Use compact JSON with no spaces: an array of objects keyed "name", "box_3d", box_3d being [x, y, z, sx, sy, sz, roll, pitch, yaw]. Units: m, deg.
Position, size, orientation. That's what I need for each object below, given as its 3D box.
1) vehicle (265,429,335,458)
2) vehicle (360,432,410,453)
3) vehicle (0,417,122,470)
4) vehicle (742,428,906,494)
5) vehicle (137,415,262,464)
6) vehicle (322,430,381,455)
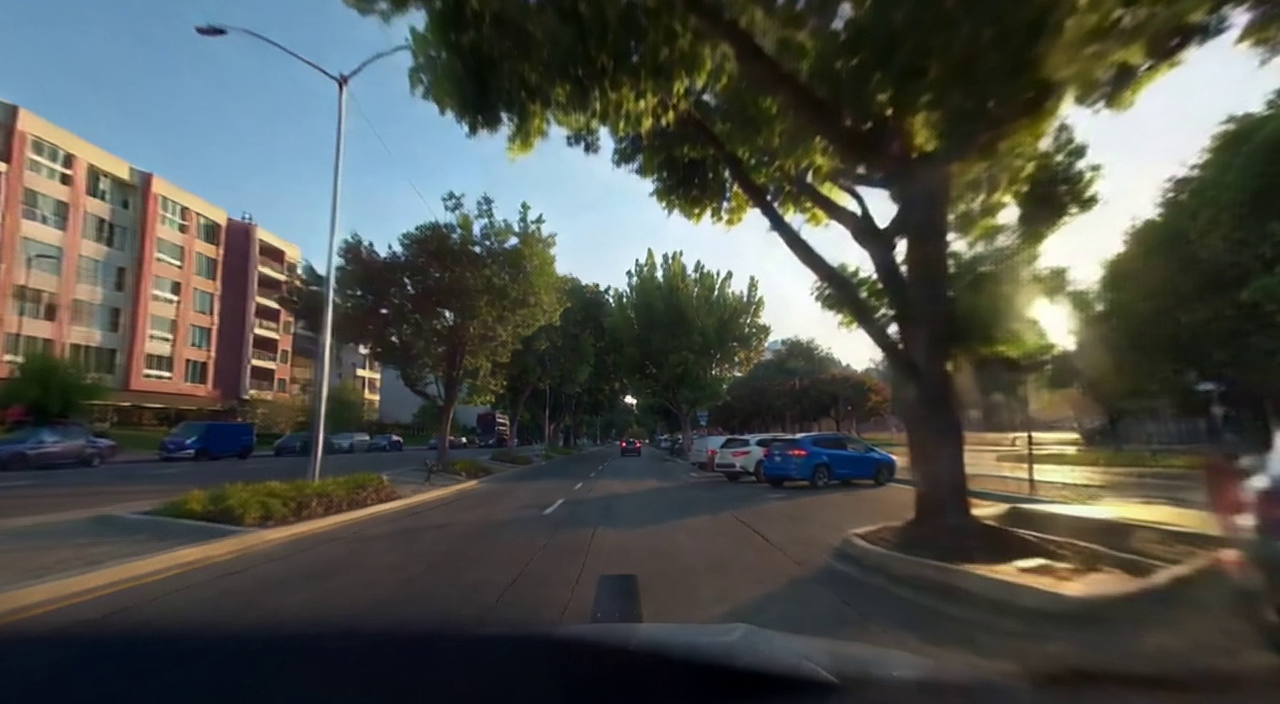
[{"name":"vehicle","box_3d":[-18.963,5.110,35.334,1.807,1.501,4.134,0,-8,-3]},{"name":"vehicle","box_3d":[-19.168,6.860,47.567,1.869,1.494,4.833,0,-8,-2]},{"name":"vehicle","box_3d":[-18.936,2.896,19.879,1.822,1.506,3.809,-1,-8,1]},{"name":"vehicle","box_3d":[4.797,2.744,16.269,4.047,1.497,1.898,5,-10,-35]},{"name":"vehicle","box_3d":[-18.917,3.800,27.341,1.972,1.839,4.553,3,-8,1]},{"name":"vehicle","box_3d":[-18.906,5.959,41.462,1.811,1.502,4.639,0,-8,-1]}]
